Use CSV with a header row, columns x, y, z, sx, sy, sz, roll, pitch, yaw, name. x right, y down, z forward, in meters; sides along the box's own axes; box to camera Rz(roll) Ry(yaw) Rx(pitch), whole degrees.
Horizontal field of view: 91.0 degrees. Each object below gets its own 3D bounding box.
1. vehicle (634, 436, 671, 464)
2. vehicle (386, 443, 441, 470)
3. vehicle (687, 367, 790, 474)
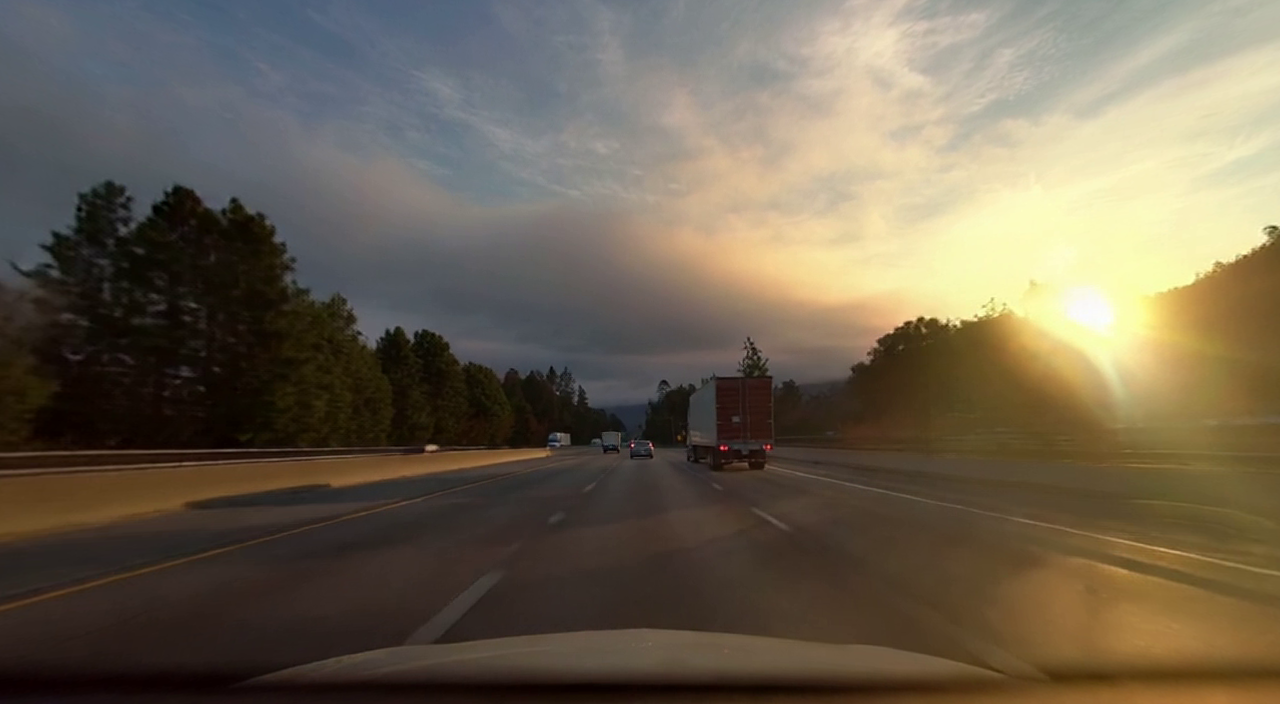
x,y,z,sx,sy,sz,roll,pitch,yaw,name
0.730,6.034,38.965,2.139,1.607,4.034,0,-8,0,vehicle
-13.982,6.426,39.071,1.870,1.555,4.135,0,-8,0,vehicle
4.340,3.629,31.545,3.005,4.131,14.221,0,-8,0,vehicle
